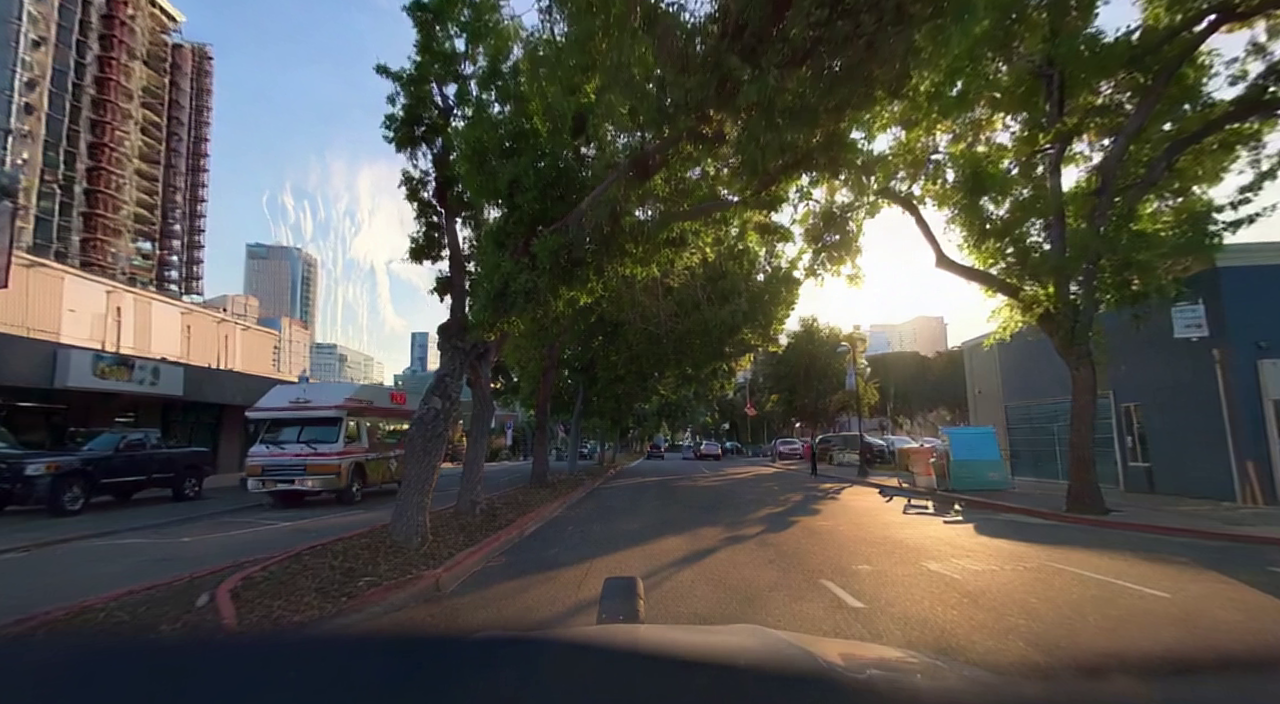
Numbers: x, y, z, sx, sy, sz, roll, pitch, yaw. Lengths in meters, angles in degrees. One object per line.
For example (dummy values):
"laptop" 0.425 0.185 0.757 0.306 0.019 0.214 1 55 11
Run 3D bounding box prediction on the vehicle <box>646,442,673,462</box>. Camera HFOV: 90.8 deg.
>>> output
"vehicle" 1.473 7.714 48.980 2.046 1.445 4.001 0 -8 0

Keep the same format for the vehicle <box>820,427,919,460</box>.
"vehicle" 14.875 5.967 41.202 5.540 2.045 2.259 0 -8 0

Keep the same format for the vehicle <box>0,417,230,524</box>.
"vehicle" -10.972 2.292 12.806 1.944 1.742 4.657 -1 -8 4

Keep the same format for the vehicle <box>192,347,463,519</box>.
"vehicle" -6.875 2.036 15.492 2.968 3.222 7.036 -1 -9 0

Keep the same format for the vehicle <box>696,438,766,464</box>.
"vehicle" 6.434 6.959 44.396 4.626 1.723 1.939 5 -10 -31
